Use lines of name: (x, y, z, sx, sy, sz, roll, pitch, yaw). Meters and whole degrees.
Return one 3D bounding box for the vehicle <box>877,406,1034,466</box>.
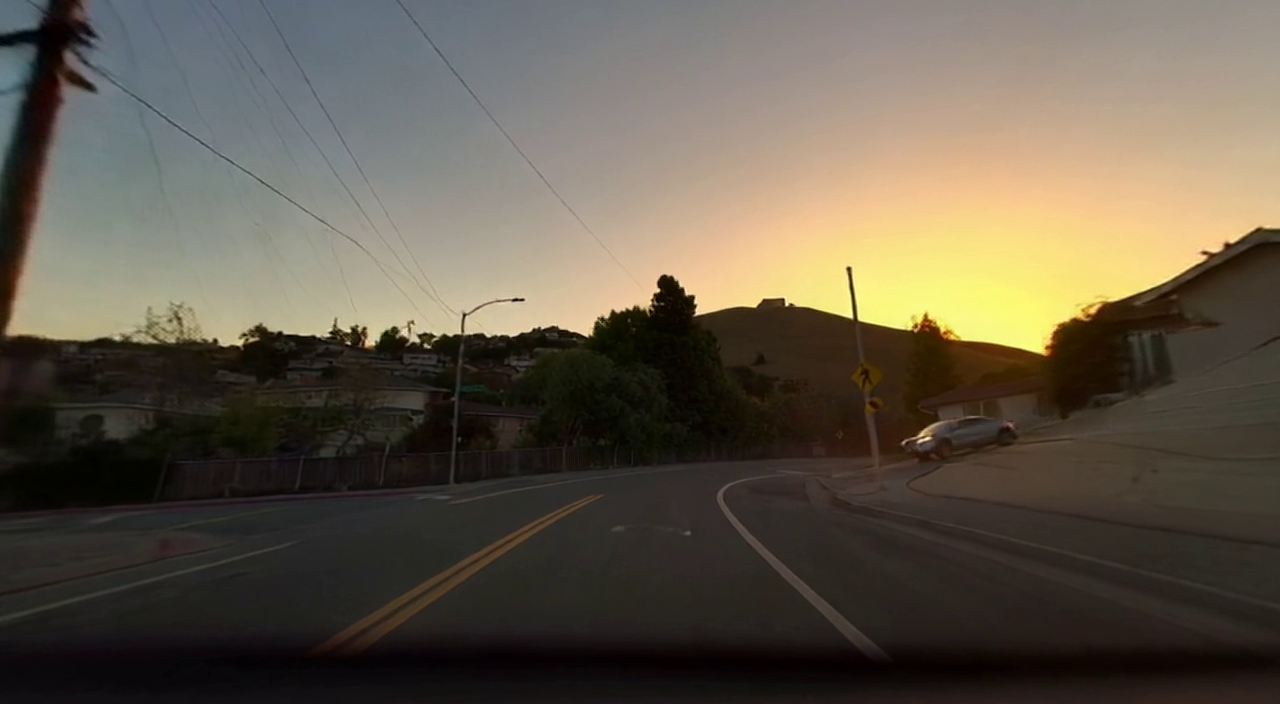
vehicle: (12.024, 3.240, 24.179, 4.810, 1.732, 2.176, -4, -10, -12)
